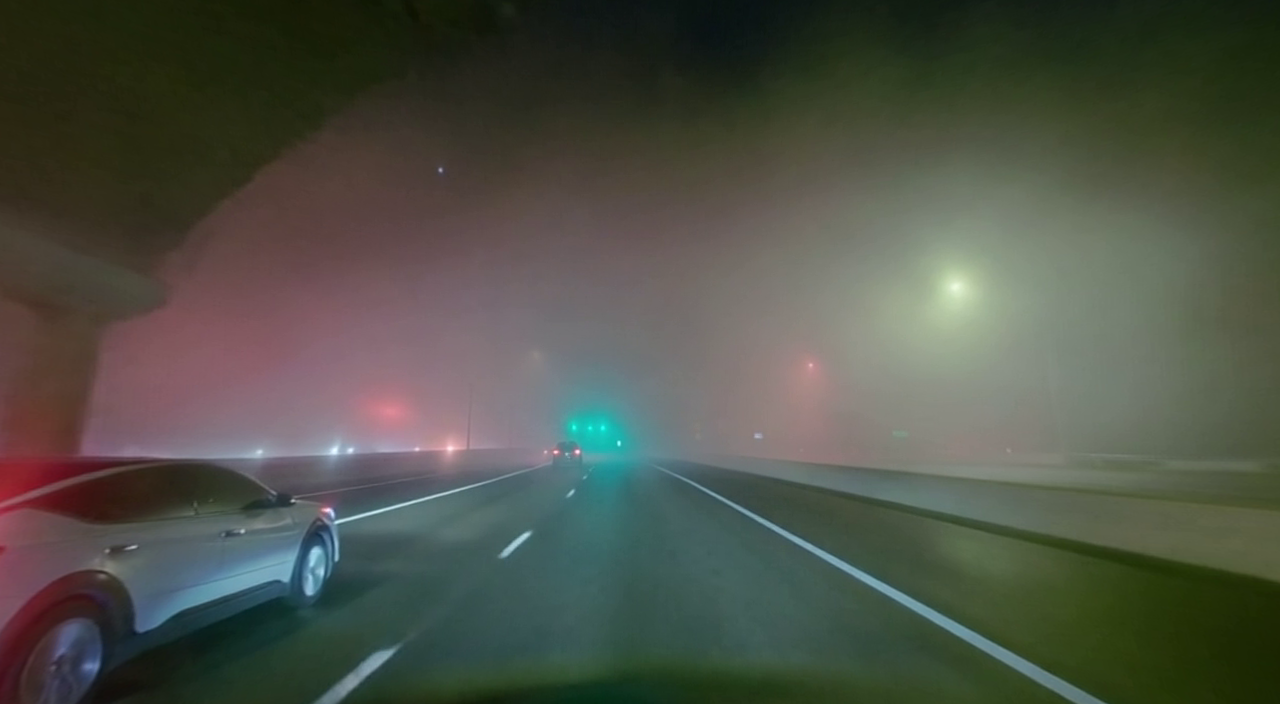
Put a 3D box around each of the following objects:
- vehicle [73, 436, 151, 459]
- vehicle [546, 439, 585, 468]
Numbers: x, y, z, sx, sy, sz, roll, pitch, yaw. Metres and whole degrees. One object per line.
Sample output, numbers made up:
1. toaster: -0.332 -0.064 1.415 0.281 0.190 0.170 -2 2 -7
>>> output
1. vehicle: -38.132 6.913 45.778 1.823 1.601 4.433 0 -8 -1
2. vehicle: -4.469 6.146 38.348 1.971 1.643 4.009 0 -8 -2
